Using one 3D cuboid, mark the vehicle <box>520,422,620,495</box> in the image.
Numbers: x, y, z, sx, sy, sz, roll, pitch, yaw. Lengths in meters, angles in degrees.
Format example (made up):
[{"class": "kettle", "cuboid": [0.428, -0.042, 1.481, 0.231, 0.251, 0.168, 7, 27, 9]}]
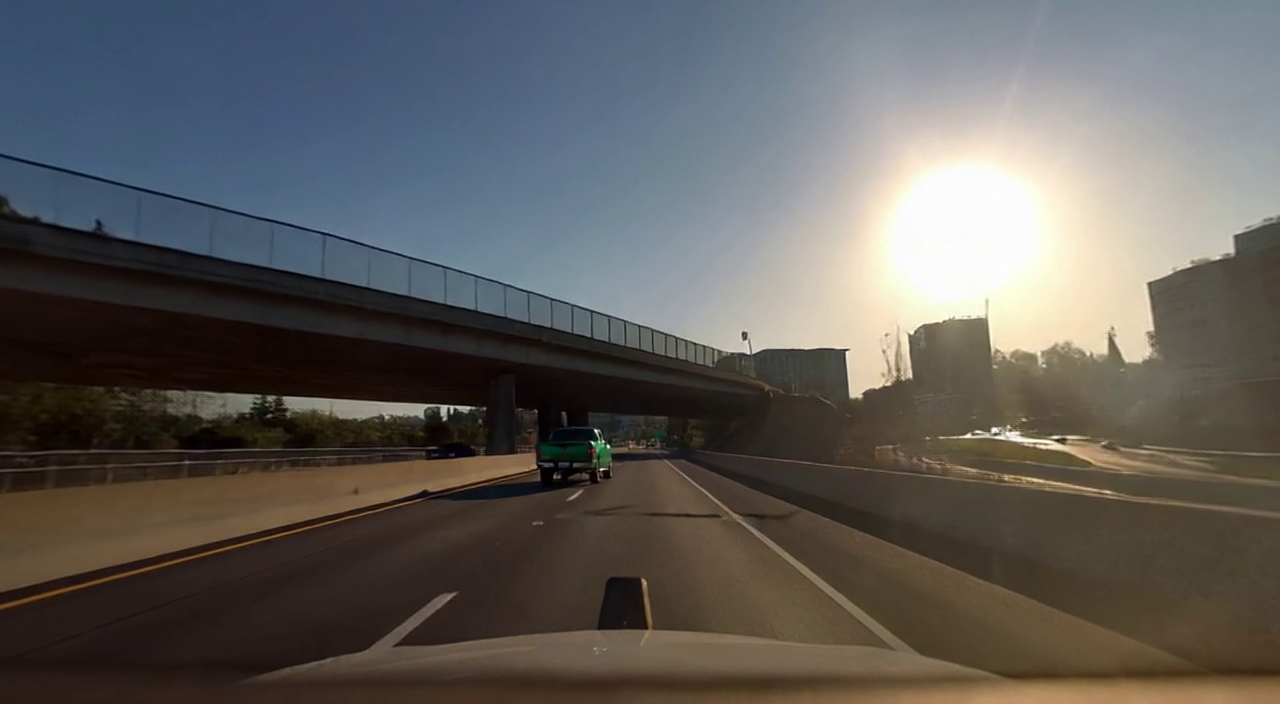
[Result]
[{"class": "vehicle", "cuboid": [-1.992, 3.289, 19.860, 2.350, 1.932, 5.562, -1, -8, 2]}]
